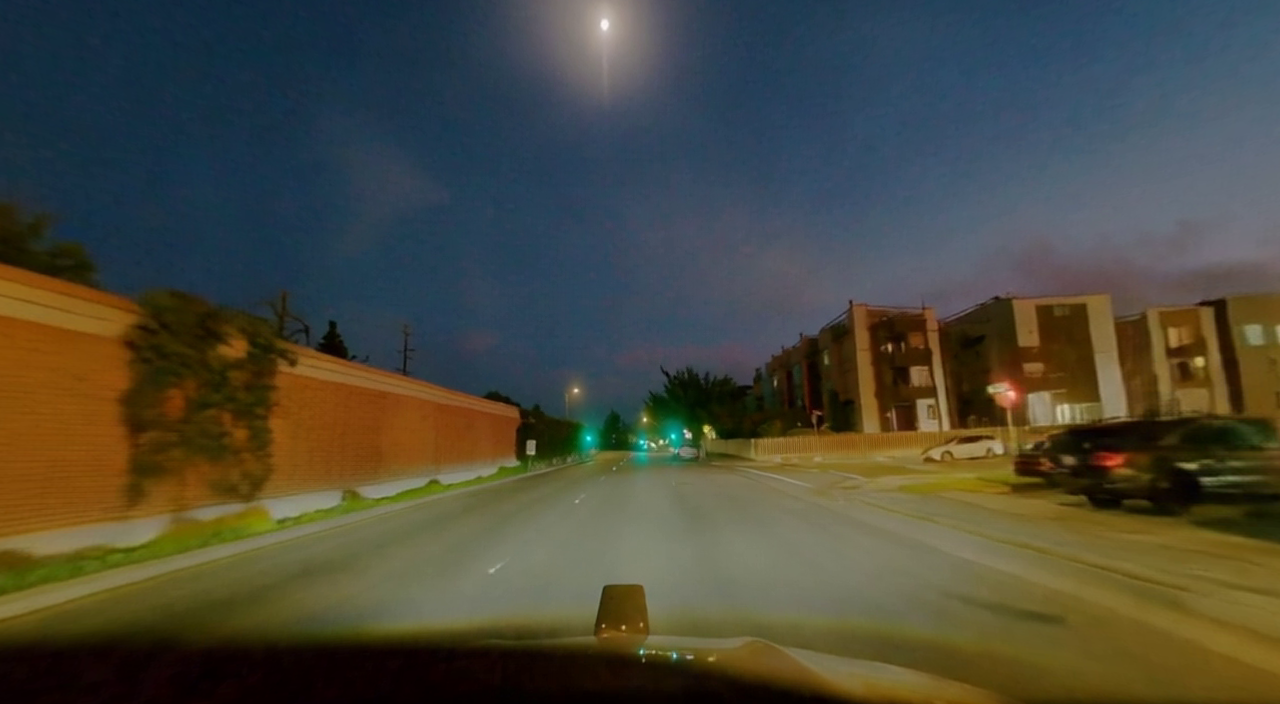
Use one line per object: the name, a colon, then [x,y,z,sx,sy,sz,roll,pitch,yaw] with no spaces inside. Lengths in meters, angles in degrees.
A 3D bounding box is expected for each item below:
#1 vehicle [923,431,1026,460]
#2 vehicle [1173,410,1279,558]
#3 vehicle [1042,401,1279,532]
vehicle: [19.031,5.360,35.966,4.697,1.502,2.124,1,-9,-4]
vehicle: [9.986,1.605,7.712,4.809,1.741,2.351,0,-9,-3]
vehicle: [9.679,1.824,10.072,5.105,1.858,1.945,0,-11,-1]
